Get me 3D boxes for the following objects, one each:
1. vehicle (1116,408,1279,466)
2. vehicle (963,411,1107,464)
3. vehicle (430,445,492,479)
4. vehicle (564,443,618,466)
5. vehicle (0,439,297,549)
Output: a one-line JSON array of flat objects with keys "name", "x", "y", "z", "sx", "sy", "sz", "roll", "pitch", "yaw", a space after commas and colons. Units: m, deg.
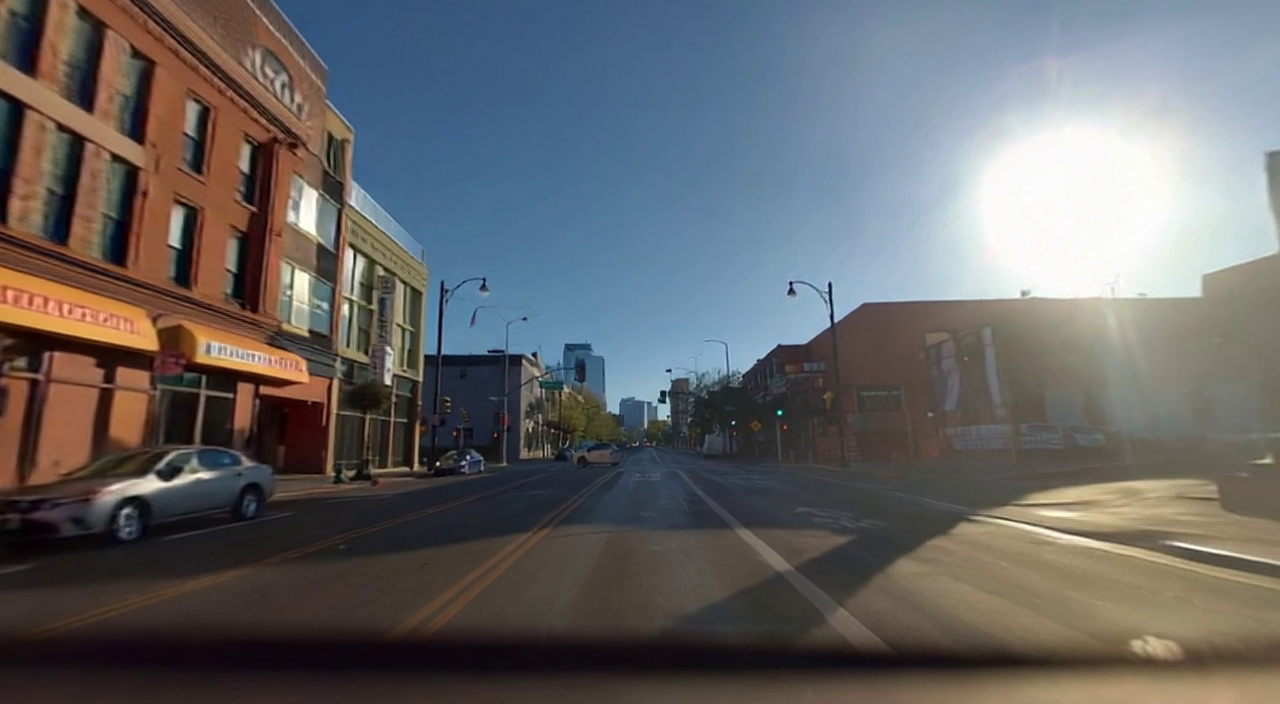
[{"name": "vehicle", "x": 21.042, "y": 3.258, "z": 24.051, "sx": 2.186, "sy": 2.009, "sz": 4.451, "roll": 0, "pitch": -8, "yaw": -1}, {"name": "vehicle", "x": 15.269, "y": 3.387, "z": 24.853, "sx": 2.180, "sy": 1.848, "sz": 5.417, "roll": -1, "pitch": -8, "yaw": 1}, {"name": "vehicle", "x": -8.995, "y": 5.539, "z": 32.074, "sx": 1.908, "sy": 1.529, "sz": 4.522, "roll": 0, "pitch": -8, "yaw": -1}, {"name": "vehicle", "x": -3.348, "y": 7.078, "z": 43.823, "sx": 1.984, "sy": 1.489, "sz": 4.515, "roll": -4, "pitch": -9, "yaw": 21}, {"name": "vehicle", "x": -8.789, "y": 2.462, "z": 11.828, "sx": 1.961, "sy": 1.627, "sz": 4.634, "roll": -1, "pitch": -8, "yaw": 2}]
